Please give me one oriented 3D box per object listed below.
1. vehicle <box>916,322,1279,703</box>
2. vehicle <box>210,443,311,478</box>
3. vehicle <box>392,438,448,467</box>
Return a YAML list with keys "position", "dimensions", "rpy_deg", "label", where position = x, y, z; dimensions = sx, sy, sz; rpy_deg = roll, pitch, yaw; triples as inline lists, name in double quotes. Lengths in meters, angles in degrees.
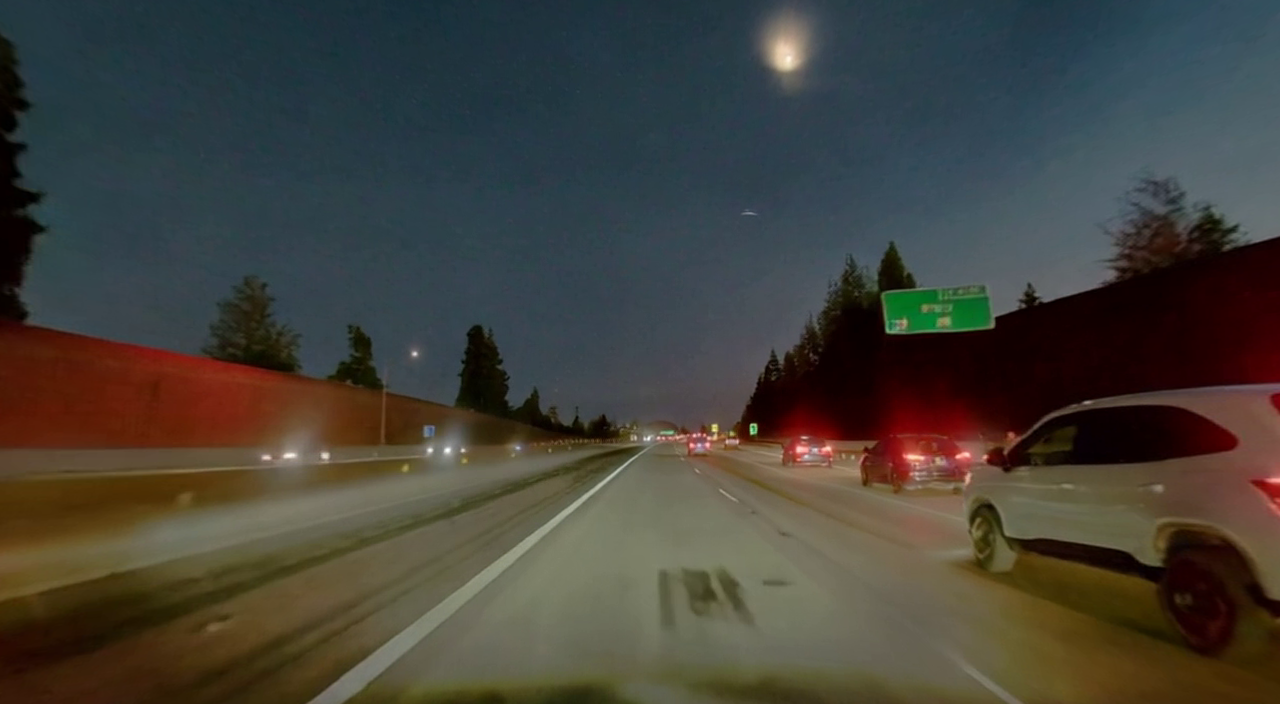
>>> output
- position: [3.900, 0.951, 3.995]
  dimensions: [2.190, 1.783, 4.637]
  rpy_deg: [0, -8, 0]
  label: "vehicle"
- position: [-17.324, 4.940, 29.069]
  dimensions: [1.859, 1.467, 4.486]
  rpy_deg: [0, -8, 0]
  label: "vehicle"
- position: [-13.781, 6.296, 39.716]
  dimensions: [1.915, 1.699, 4.344]
  rpy_deg: [0, -8, 0]
  label: "vehicle"
